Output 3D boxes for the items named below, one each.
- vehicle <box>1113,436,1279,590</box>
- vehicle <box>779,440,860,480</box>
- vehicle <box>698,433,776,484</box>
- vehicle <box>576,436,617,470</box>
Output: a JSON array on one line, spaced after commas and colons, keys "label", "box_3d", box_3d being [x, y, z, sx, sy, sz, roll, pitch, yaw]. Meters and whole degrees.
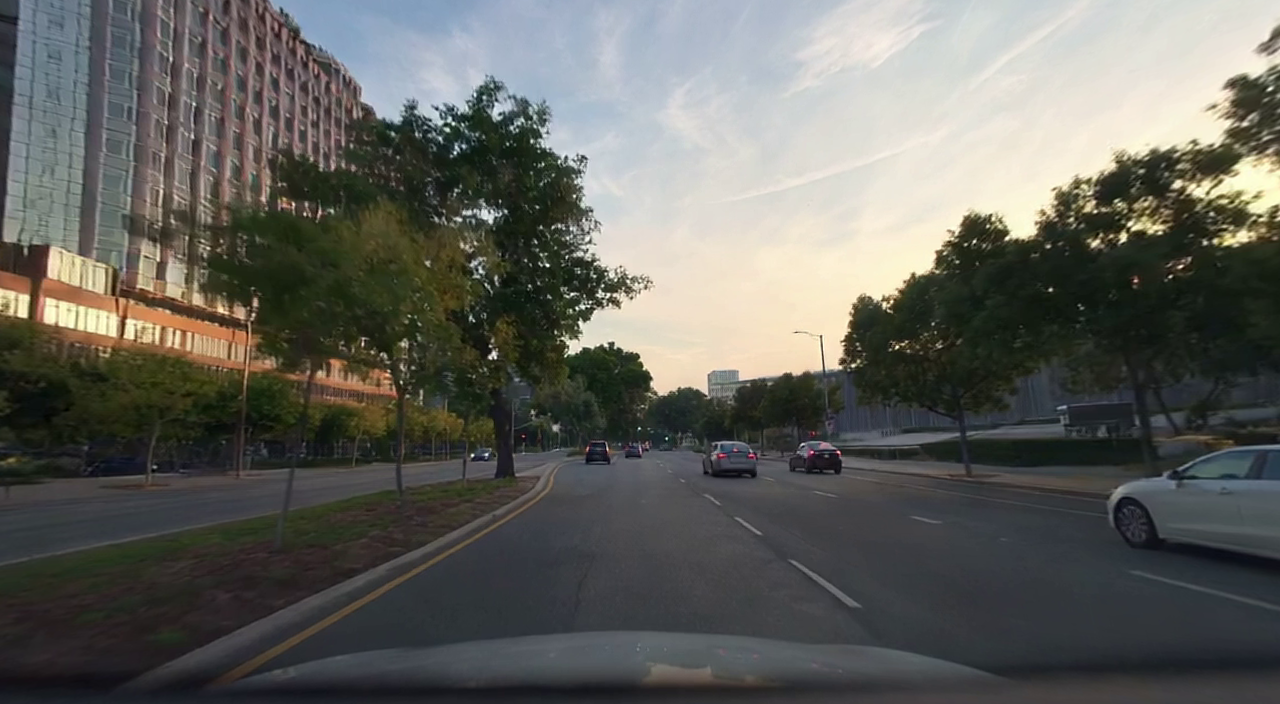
[{"label": "vehicle", "box_3d": [6.972, 1.494, 5.813, 1.830, 1.443, 4.351, 0, -8, -1]}, {"label": "vehicle", "box_3d": [7.386, 4.461, 26.464, 1.944, 1.503, 4.723, 0, -8, -1]}, {"label": "vehicle", "box_3d": [3.632, 4.078, 24.511, 2.152, 1.742, 4.704, 0, -8, -1]}, {"label": "vehicle", "box_3d": [-2.426, 5.629, 35.391, 2.155, 1.797, 3.989, 0, -9, -4]}]
